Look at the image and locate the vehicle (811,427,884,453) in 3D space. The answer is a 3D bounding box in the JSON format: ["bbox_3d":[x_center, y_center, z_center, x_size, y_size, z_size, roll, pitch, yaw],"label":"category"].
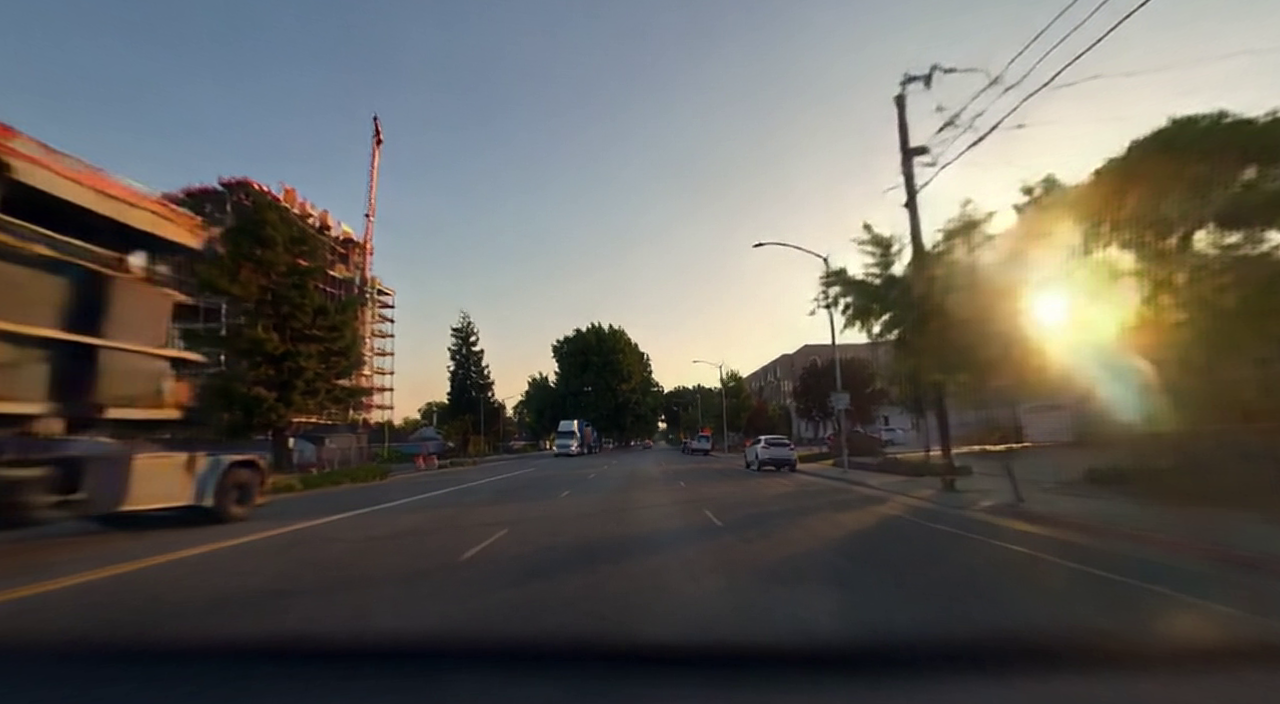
[{"bbox_3d":[16.287,6.946,49.480,4.986,2.005,2.074,0,-8,-1],"label":"vehicle"}]

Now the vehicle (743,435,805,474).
[{"bbox_3d":[6.826,5.285,32.581,2.169,1.880,4.849,0,-8,0],"label":"vehicle"}]

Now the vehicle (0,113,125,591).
[{"bbox_3d":[-7.225,-0.813,0.104,2.815,4.259,13.345,0,-8,1],"label":"vehicle"}]
